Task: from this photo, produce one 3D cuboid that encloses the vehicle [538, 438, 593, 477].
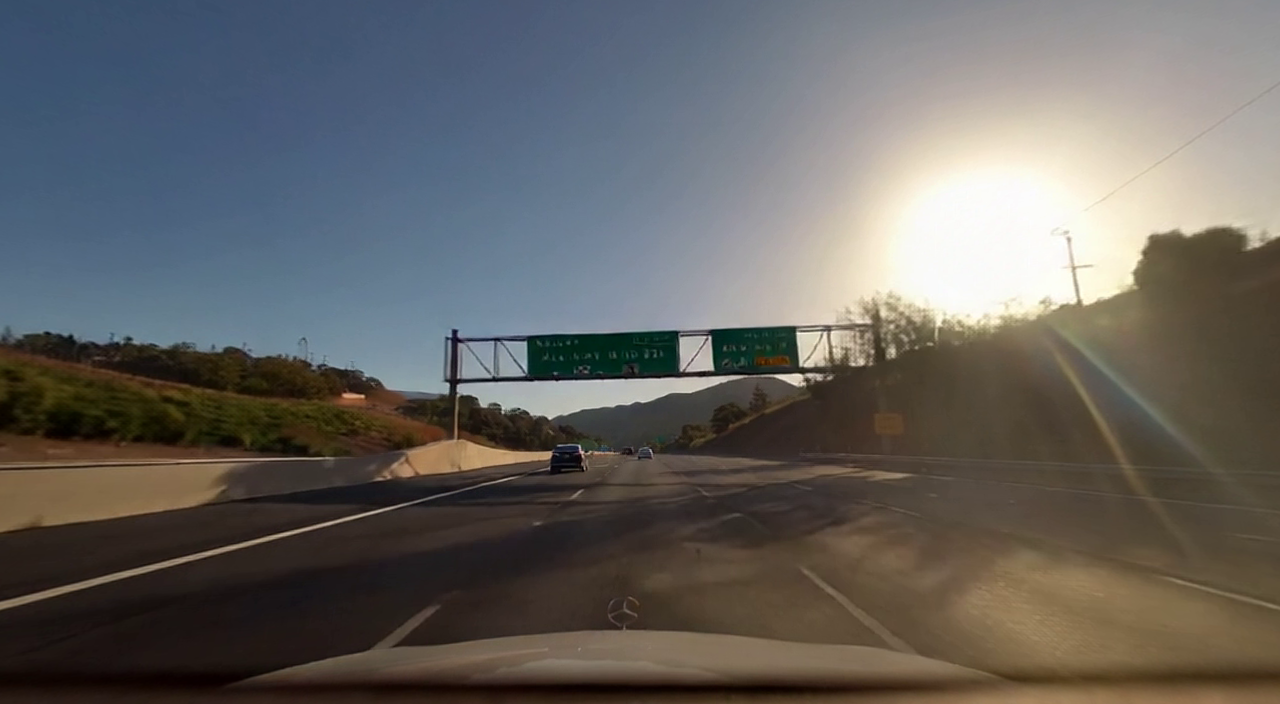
[{"bbox_3d":[-3.513,5.070,30.522,2.072,1.706,4.359,0,-8,1],"label":"vehicle"}]
